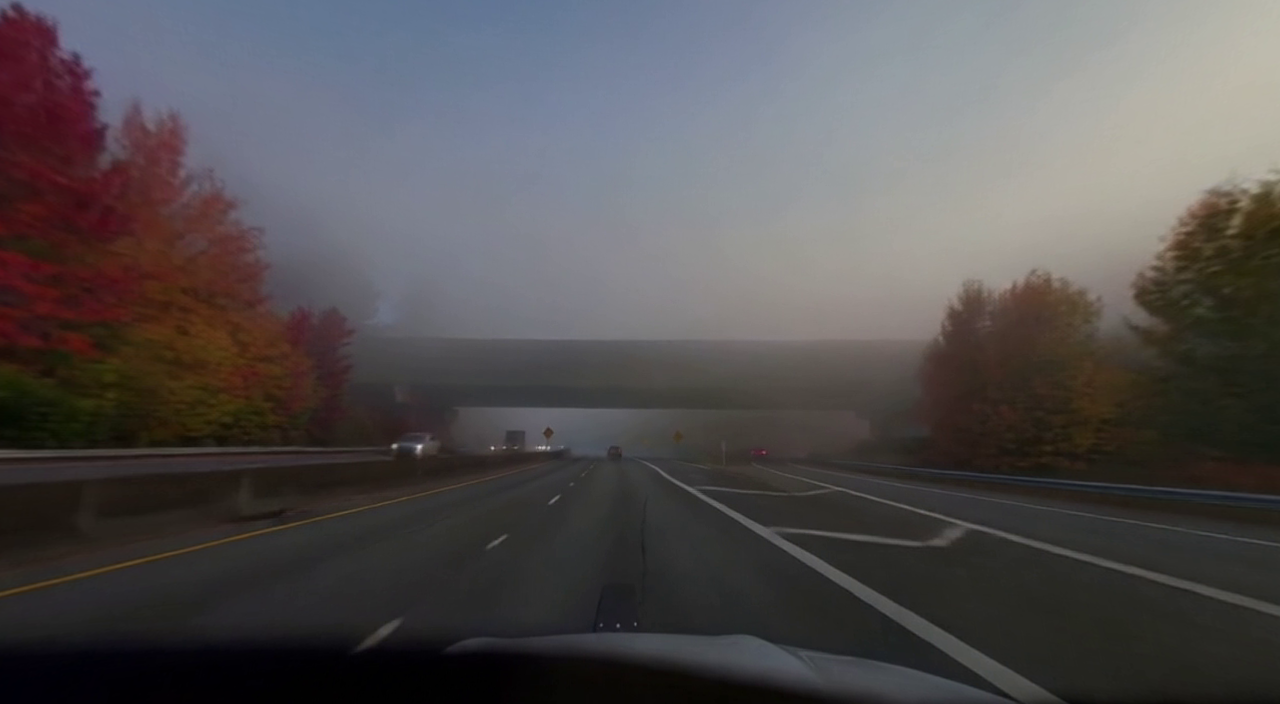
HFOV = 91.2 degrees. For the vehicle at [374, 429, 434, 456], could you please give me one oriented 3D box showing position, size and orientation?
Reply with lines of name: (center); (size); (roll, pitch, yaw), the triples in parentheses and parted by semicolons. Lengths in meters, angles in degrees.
vehicle: (-14.112, 5.464, 37.691); (1.974, 1.541, 4.247); (0, -9, -1)
